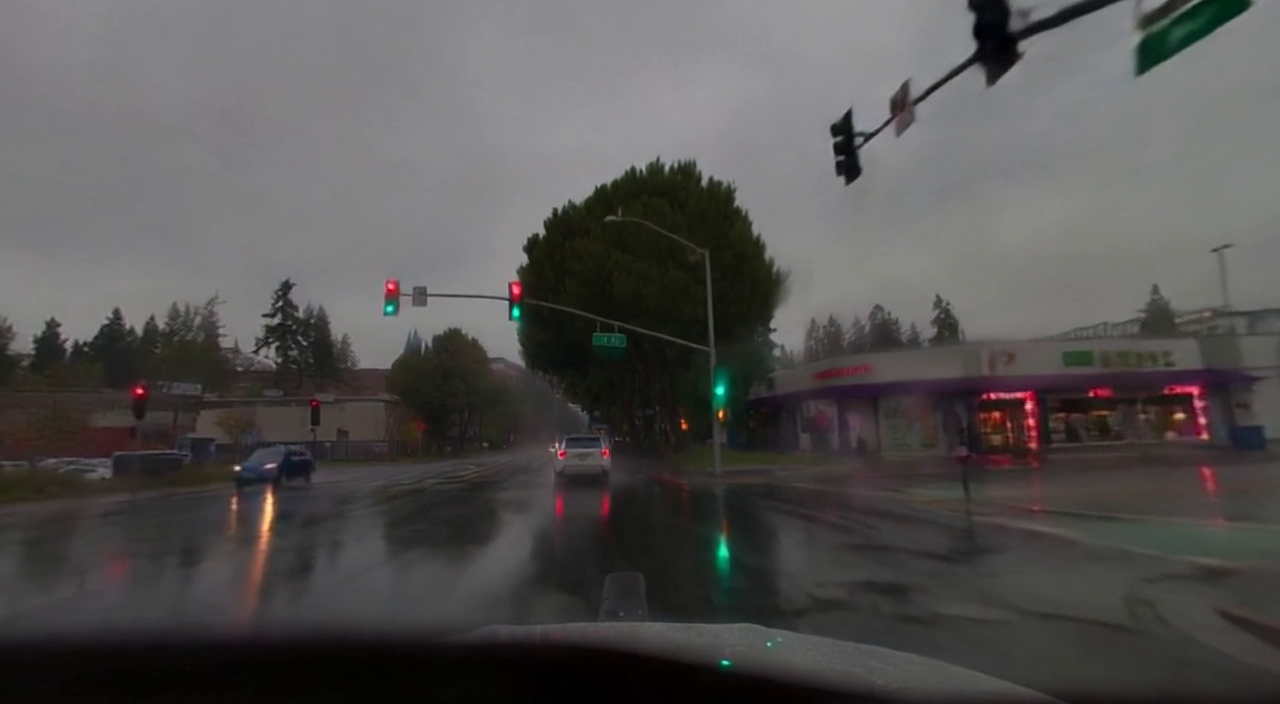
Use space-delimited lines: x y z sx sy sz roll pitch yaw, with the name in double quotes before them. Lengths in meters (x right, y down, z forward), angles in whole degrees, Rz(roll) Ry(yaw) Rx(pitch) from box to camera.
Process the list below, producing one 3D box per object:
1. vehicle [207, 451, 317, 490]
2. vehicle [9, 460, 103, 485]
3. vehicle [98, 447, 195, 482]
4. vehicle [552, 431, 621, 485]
"vehicle" -16.580 5.187 28.034 1.873 1.483 4.657 0 -8 2
"vehicle" -36.728 7.574 39.826 3.894 1.446 1.760 1 -8 -8
"vehicle" -26.625 6.041 34.278 2.142 1.671 4.083 0 -8 -4
"vehicle" -1.907 3.751 22.586 2.227 1.733 3.930 1 -8 -5
